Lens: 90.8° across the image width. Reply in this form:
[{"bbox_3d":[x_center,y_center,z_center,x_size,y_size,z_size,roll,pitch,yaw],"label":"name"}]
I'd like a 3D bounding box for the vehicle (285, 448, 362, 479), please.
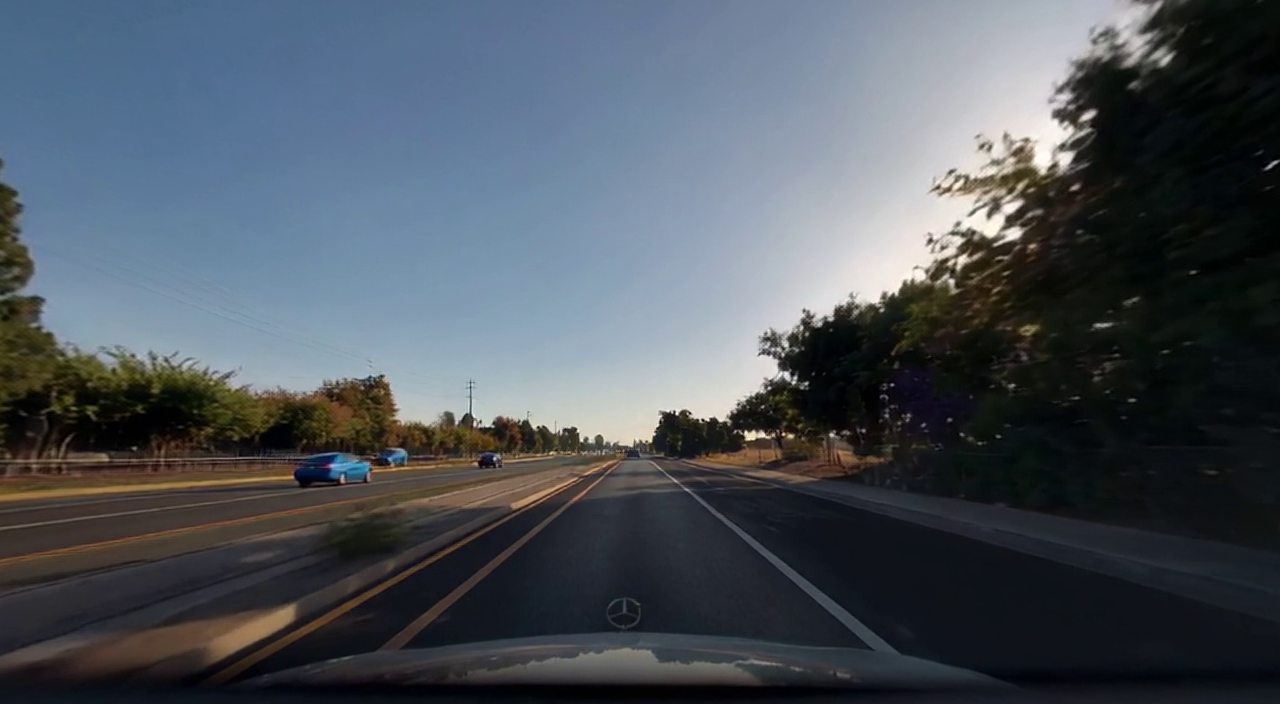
[{"bbox_3d":[-16.894,5.941,33.920,1.955,1.533,4.097,0,-9,0],"label":"vehicle"}]
